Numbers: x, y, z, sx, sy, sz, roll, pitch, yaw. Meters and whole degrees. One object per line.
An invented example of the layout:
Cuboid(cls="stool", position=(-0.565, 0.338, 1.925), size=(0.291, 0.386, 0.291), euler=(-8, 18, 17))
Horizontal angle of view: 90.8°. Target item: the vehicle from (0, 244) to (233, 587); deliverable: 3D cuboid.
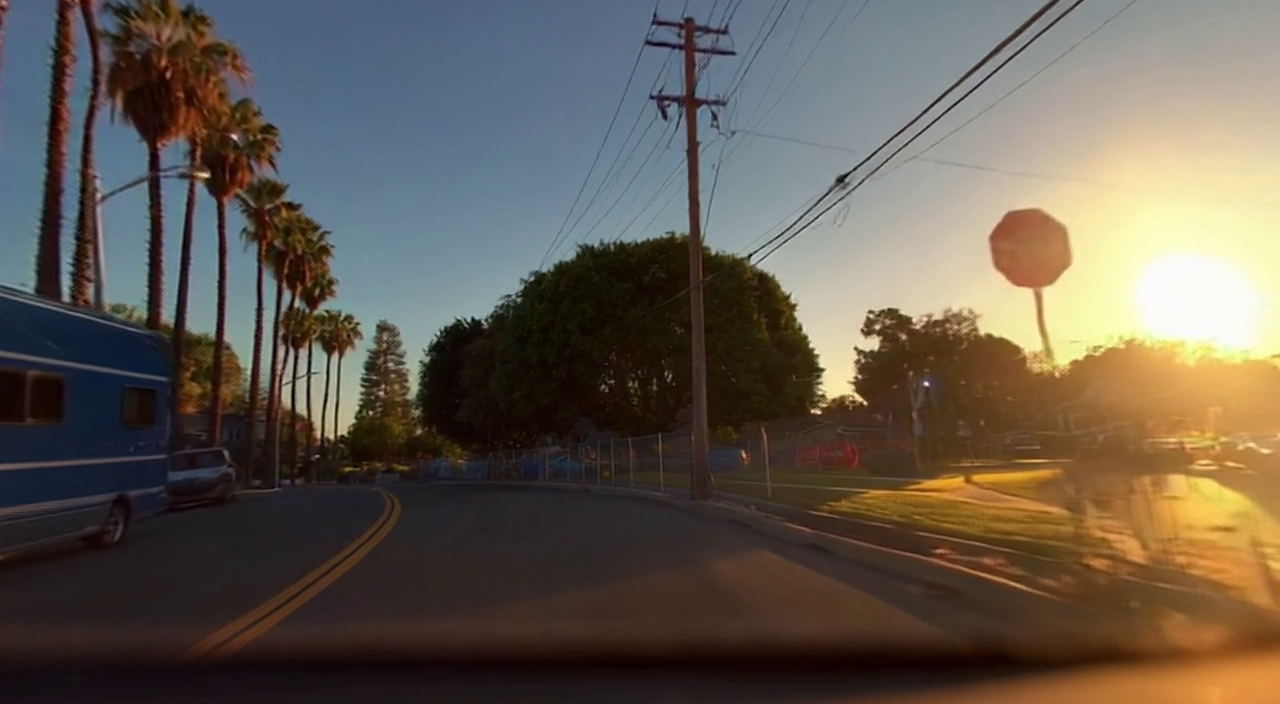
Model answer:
Cuboid(cls="vehicle", position=(-8.546, 0.682, 6.573), size=(3.216, 3.720, 11.364), euler=(1, -6, -12))

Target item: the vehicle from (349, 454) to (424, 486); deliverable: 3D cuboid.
Cuboid(cls="vehicle", position=(-16.795, 7.791, 41.850), size=(4.586, 1.784, 1.890), euler=(-3, -6, 25))

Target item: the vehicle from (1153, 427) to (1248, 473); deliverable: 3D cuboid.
Cuboid(cls="vehicle", position=(26.790, 4.628, 30.402), size=(1.974, 1.894, 4.810), euler=(-3, -6, 24))

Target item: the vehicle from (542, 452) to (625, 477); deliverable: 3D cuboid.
Cuboid(cls="vehicle", position=(-3.434, 6.991, 39.229), size=(4.966, 1.377, 1.739), euler=(0, -6, 1))

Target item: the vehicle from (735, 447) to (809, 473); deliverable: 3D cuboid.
Cuboid(cls="vehicle", position=(8.658, 7.033, 41.336), size=(4.461, 1.417, 1.781), euler=(2, -5, -21))

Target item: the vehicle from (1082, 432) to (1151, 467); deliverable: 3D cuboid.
Cuboid(cls="vehicle", position=(31.180, 6.335, 41.518), size=(2.094, 1.992, 4.941), euler=(-3, -6, 19))

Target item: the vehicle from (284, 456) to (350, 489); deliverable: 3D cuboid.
Cuboid(cls="vehicle", position=(-23.356, 8.656, 45.602), size=(4.844, 1.974, 2.092), euler=(-5, -7, 33))

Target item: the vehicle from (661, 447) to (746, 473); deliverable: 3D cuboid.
Cuboid(cls="vehicle", position=(3.970, 6.783, 39.769), size=(4.952, 1.472, 1.837), euler=(2, -7, -13))

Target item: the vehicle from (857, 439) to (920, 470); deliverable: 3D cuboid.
Cuboid(cls="vehicle", position=(18.540, 7.562, 47.012), size=(4.994, 1.898, 2.267), euler=(4, -7, -41))
